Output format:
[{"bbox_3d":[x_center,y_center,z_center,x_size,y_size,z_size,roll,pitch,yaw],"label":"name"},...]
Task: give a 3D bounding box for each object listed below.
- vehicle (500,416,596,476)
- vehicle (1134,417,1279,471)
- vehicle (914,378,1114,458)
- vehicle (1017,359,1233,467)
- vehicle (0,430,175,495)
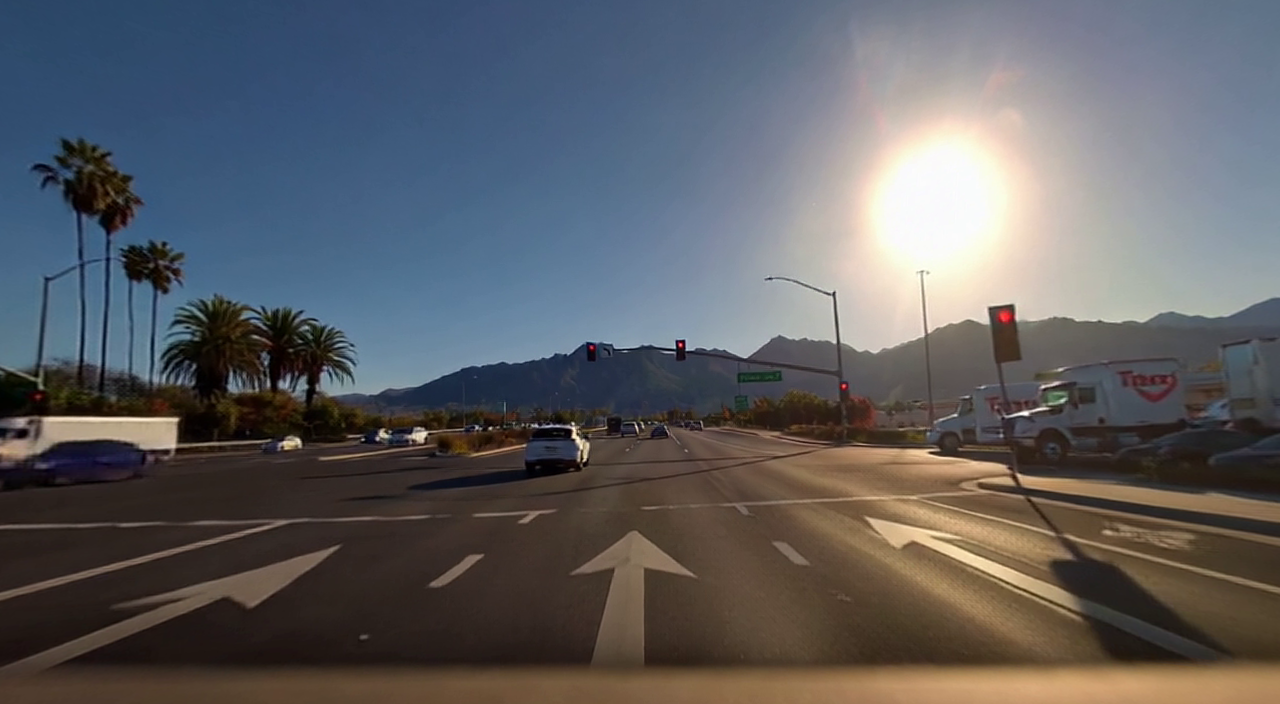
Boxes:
[{"bbox_3d":[-2.843,3.078,20.667,2.287,1.712,4.537,0,-8,2],"label":"vehicle"},{"bbox_3d":[19.217,2.965,20.204,4.769,1.638,2.091,0,-8,2],"label":"vehicle"},{"bbox_3d":[16.995,3.167,29.197,7.088,3.414,3.237,-2,-8,12],"label":"vehicle"},{"bbox_3d":[18.413,2.419,24.236,5.512,3.865,3.002,-1,-9,2],"label":"vehicle"},{"bbox_3d":[-15.744,3.005,17.507,1.942,1.542,4.576,0,-8,1],"label":"vehicle"}]
